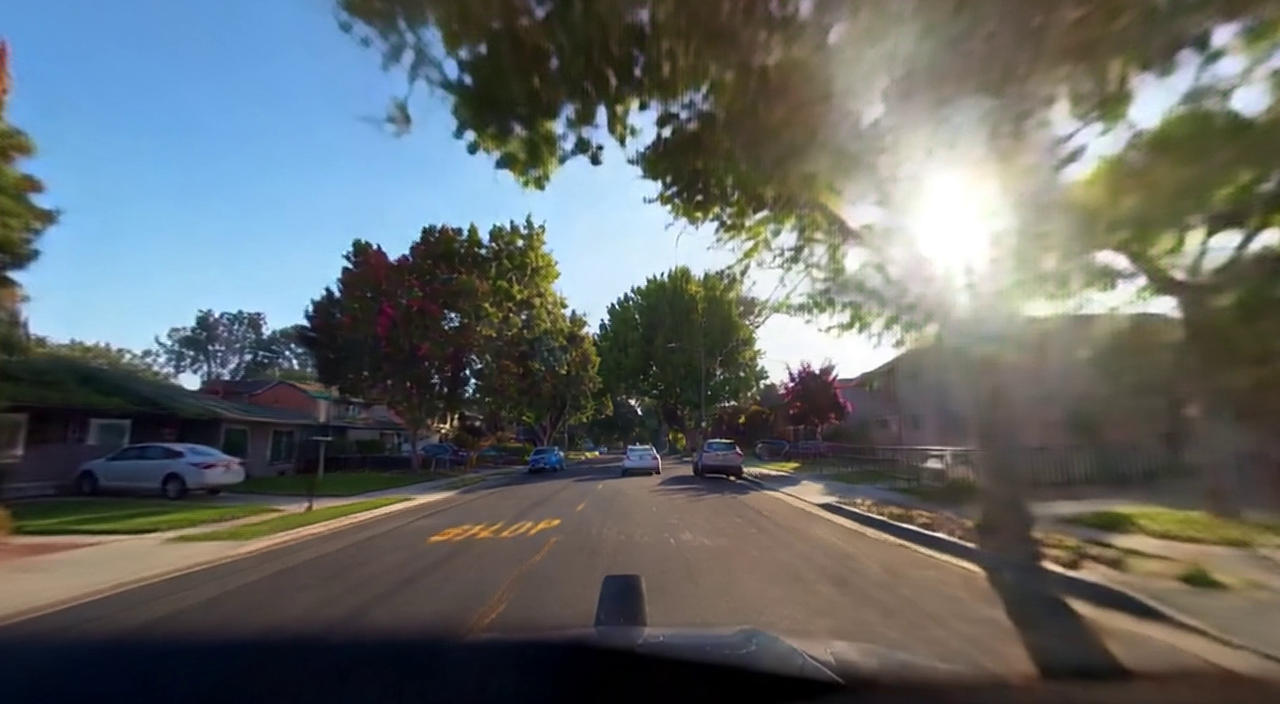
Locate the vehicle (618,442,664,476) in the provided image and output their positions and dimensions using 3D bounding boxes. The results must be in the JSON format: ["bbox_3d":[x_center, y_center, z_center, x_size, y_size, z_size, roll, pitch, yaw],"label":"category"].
[{"bbox_3d":[0.038,4.902,29.309,2.000,1.449,4.006,0,-8,0],"label":"vehicle"}]

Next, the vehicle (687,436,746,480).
[{"bbox_3d":[3.199,4.530,27.250,1.978,1.690,4.306,0,-8,-1],"label":"vehicle"}]

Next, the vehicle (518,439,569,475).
[{"bbox_3d":[-5.560,6.083,37.029,2.126,1.816,4.796,-3,-8,1],"label":"vehicle"}]

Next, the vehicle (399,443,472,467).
[{"bbox_3d":[-13.328,6.751,41.435,4.129,1.523,1.839,0,-8,0],"label":"vehicle"}]

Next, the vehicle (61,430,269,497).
[{"bbox_3d":[-13.442,3.161,18.135,4.253,1.772,1.980,0,-8,-3],"label":"vehicle"}]
